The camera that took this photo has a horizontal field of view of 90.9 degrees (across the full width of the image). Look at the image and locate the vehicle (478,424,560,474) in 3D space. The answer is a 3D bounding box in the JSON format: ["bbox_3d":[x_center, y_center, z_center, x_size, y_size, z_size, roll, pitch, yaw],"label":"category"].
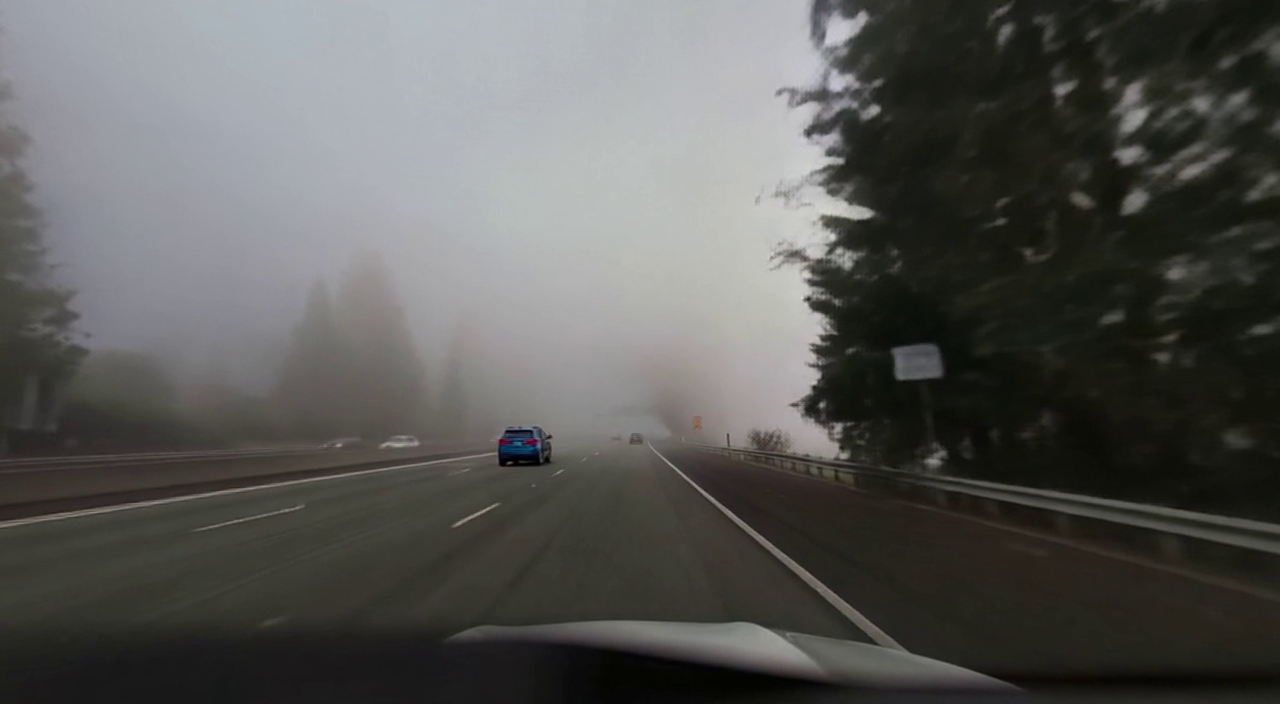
[{"bbox_3d":[-4.249,3.471,22.934,2.052,1.626,4.514,0,-7,1],"label":"vehicle"}]

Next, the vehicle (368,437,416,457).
[{"bbox_3d":[-19.481,7.456,49.693,1.803,1.464,4.532,0,-7,1],"label":"vehicle"}]
